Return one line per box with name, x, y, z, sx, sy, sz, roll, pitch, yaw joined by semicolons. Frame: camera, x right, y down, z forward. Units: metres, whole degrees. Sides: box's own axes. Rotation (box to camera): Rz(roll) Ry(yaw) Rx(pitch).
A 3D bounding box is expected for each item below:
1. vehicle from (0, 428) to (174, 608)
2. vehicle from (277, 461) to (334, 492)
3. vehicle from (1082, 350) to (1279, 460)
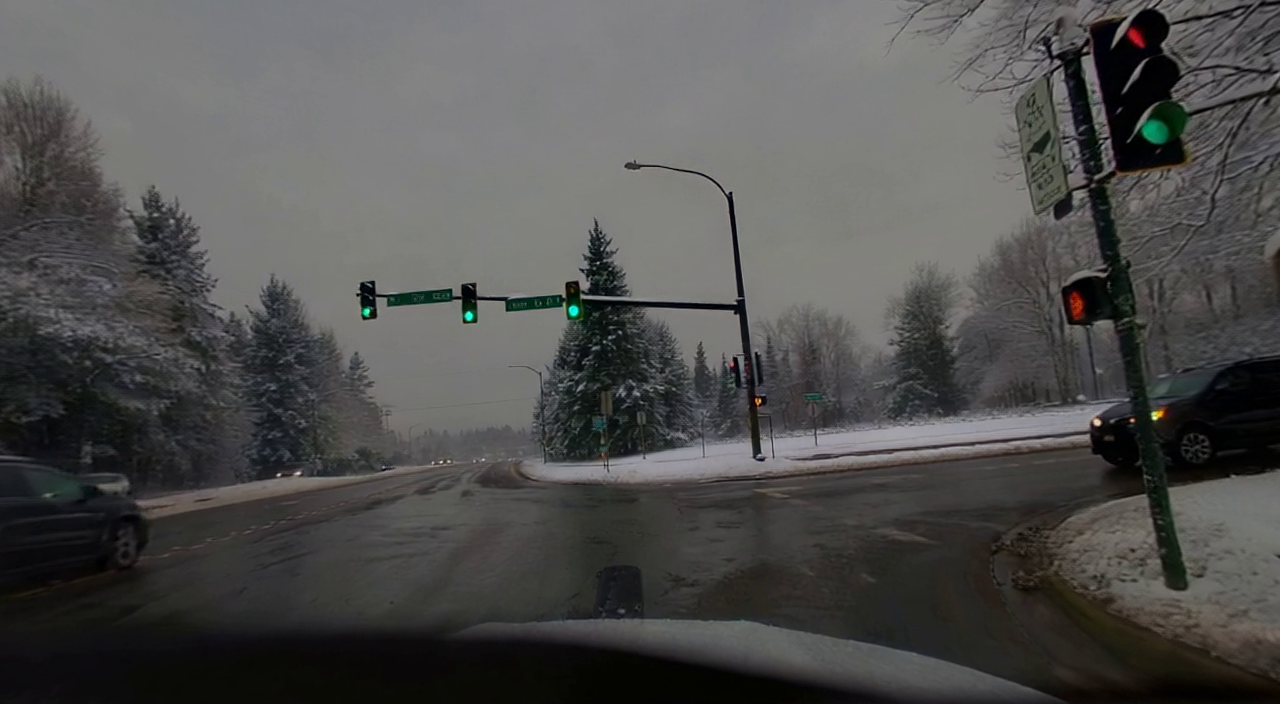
vehicle;-7.389;1.776;6.716;2.062;1.740;4.198;-3;-8;-7
vehicle;-20.506;7.595;38.888;1.986;1.492;4.332;-3;-8;-13
vehicle;10.638;1.106;11.800;1.855;1.669;4.529;-2;-9;6
